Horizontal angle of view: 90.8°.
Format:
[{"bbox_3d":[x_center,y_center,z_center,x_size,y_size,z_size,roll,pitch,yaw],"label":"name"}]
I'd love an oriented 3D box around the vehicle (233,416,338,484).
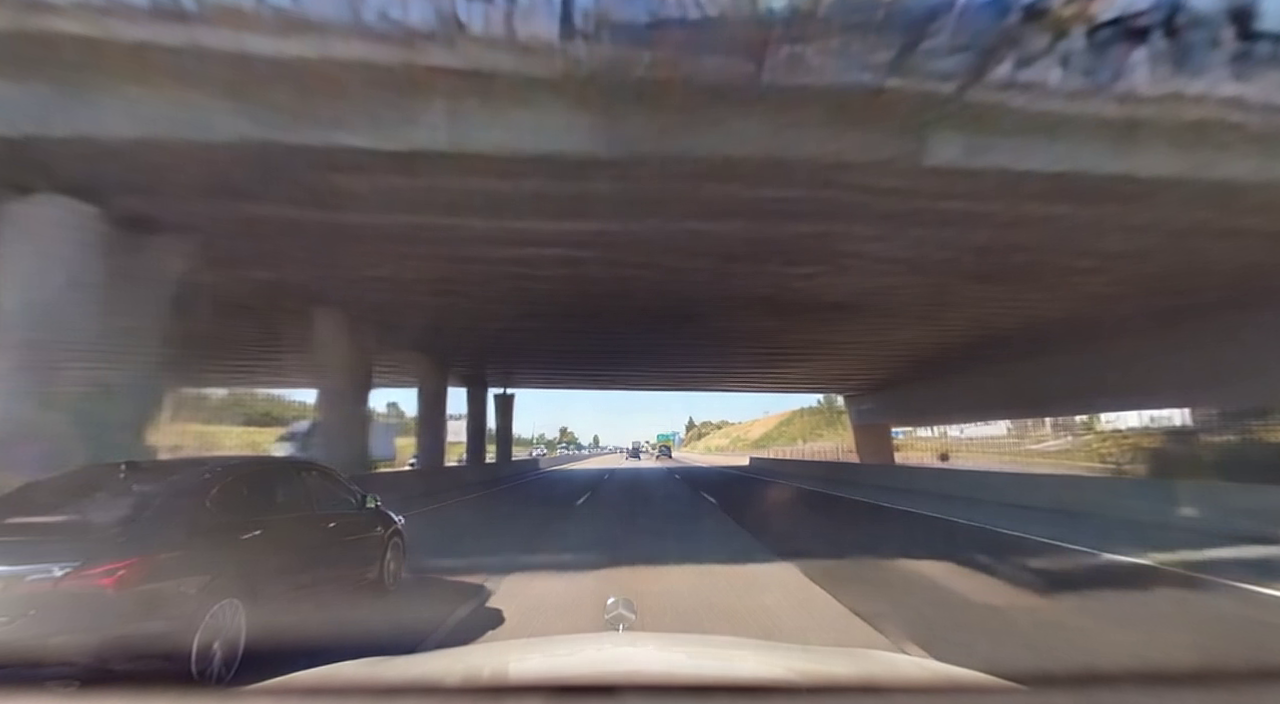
[{"bbox_3d":[-22.625,6.313,40.748,2.958,4.036,6.355,0,-9,0],"label":"vehicle"}]
